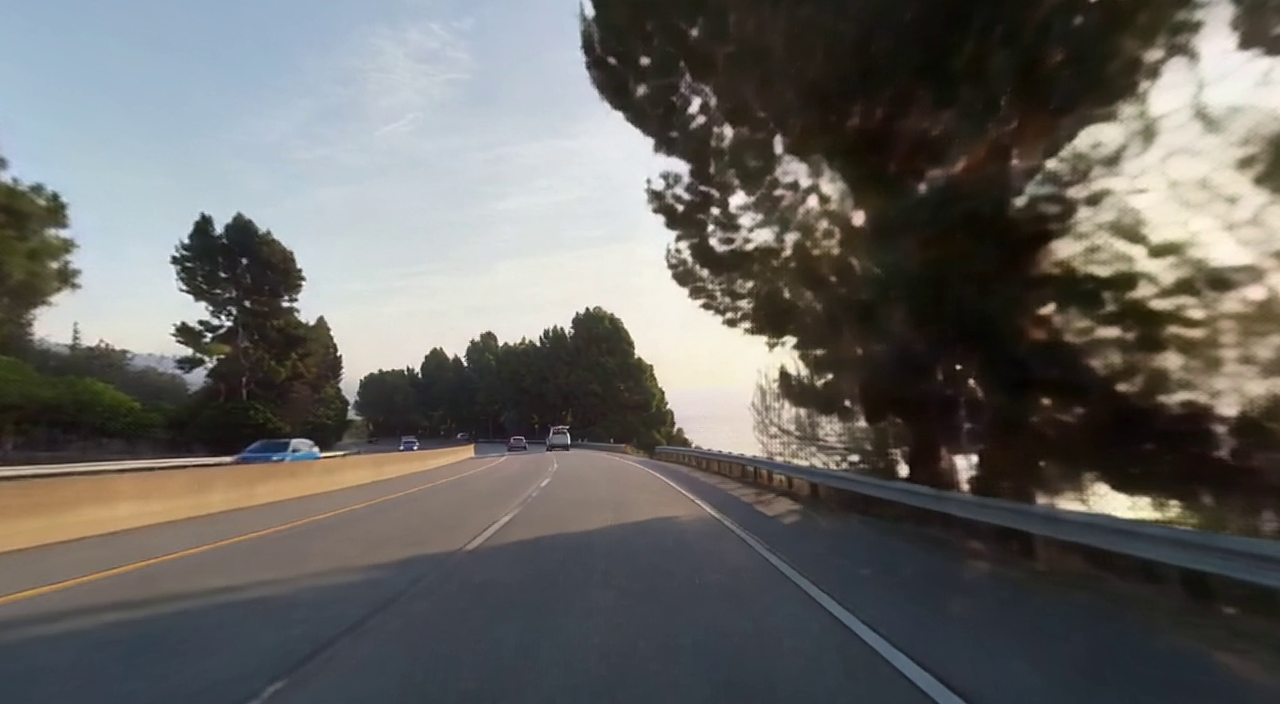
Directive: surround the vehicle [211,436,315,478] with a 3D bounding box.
[{"bbox_3d":[-16.657,4.653,28.193,2.331,1.704,4.213,1,-9,-6],"label":"vehicle"}]
